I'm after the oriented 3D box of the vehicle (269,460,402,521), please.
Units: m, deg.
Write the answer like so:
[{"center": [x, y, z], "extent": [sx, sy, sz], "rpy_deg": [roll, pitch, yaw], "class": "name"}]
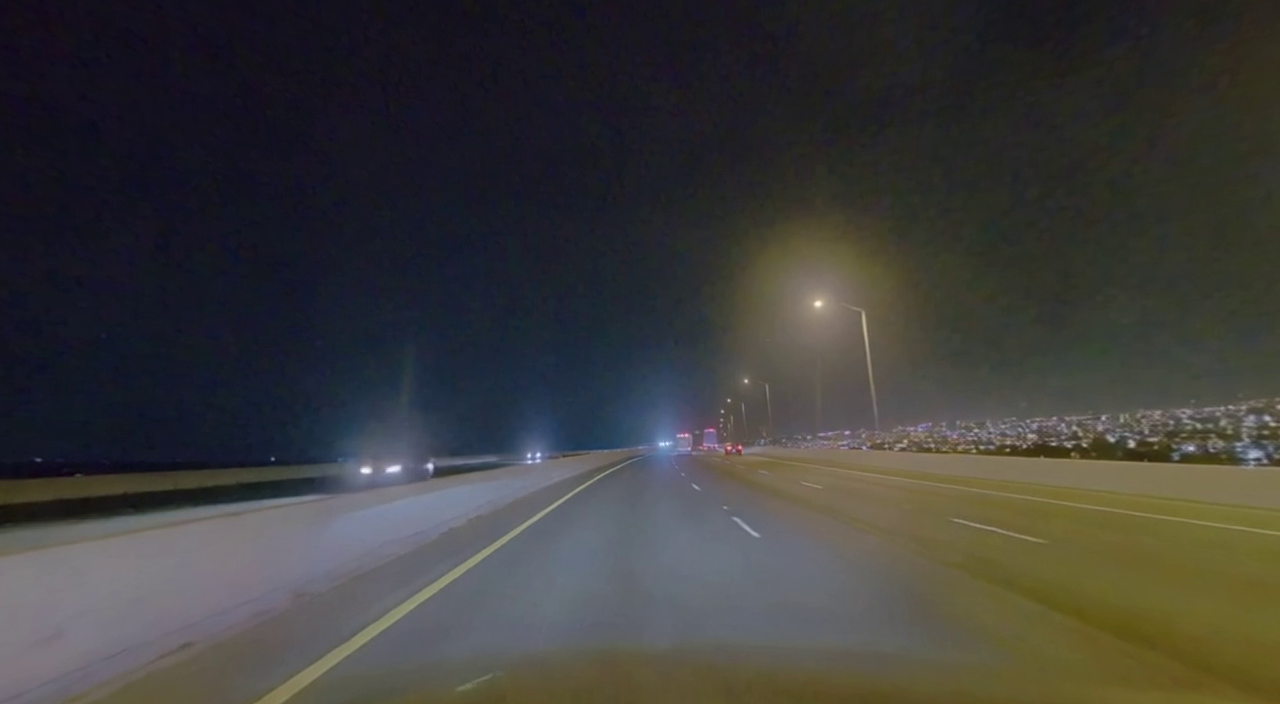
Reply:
[{"center": [-8.960, 4.060, 18.920], "extent": [1.847, 1.504, 4.231], "rpy_deg": [0, -9, 0], "class": "vehicle"}]
